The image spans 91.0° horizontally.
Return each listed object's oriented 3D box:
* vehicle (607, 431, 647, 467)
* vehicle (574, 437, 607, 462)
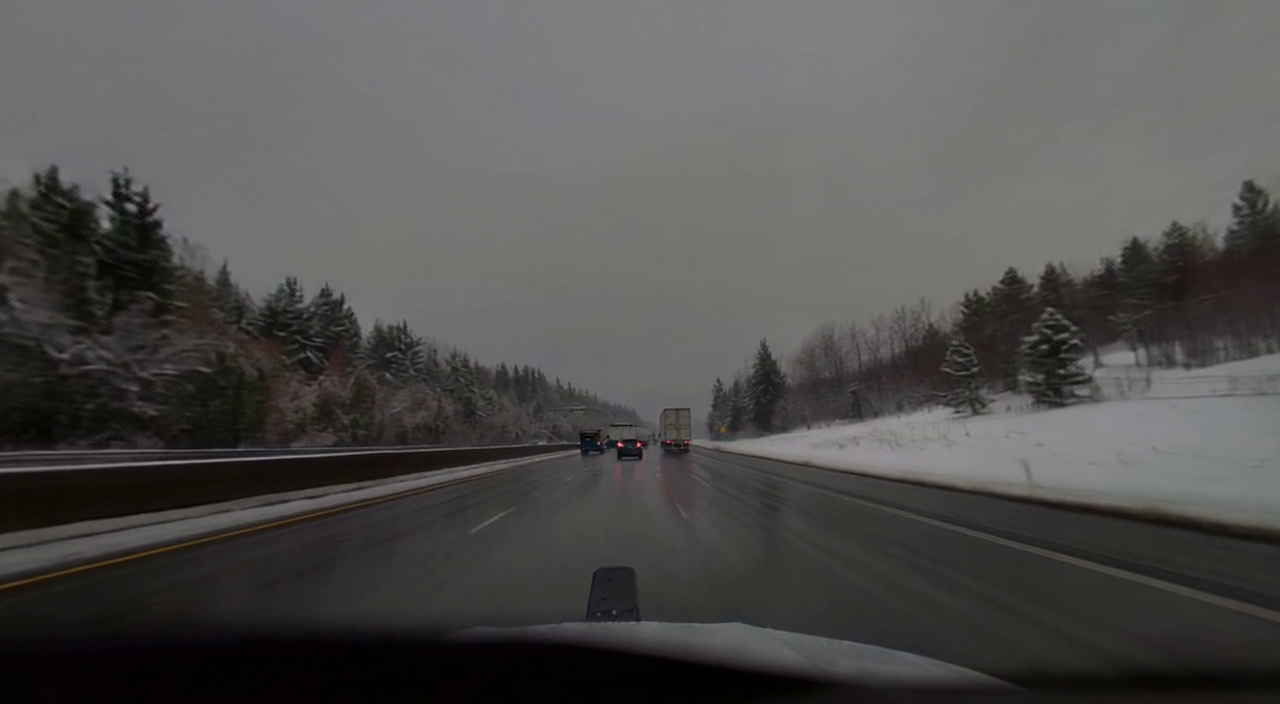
[{"bbox_3d":[-0.747,5.677,37.006,2.211,1.933,4.315,0,-8,0],"label":"vehicle"},{"bbox_3d":[-3.612,7.248,46.925,2.047,1.757,4.183,-1,-8,1],"label":"vehicle"}]
